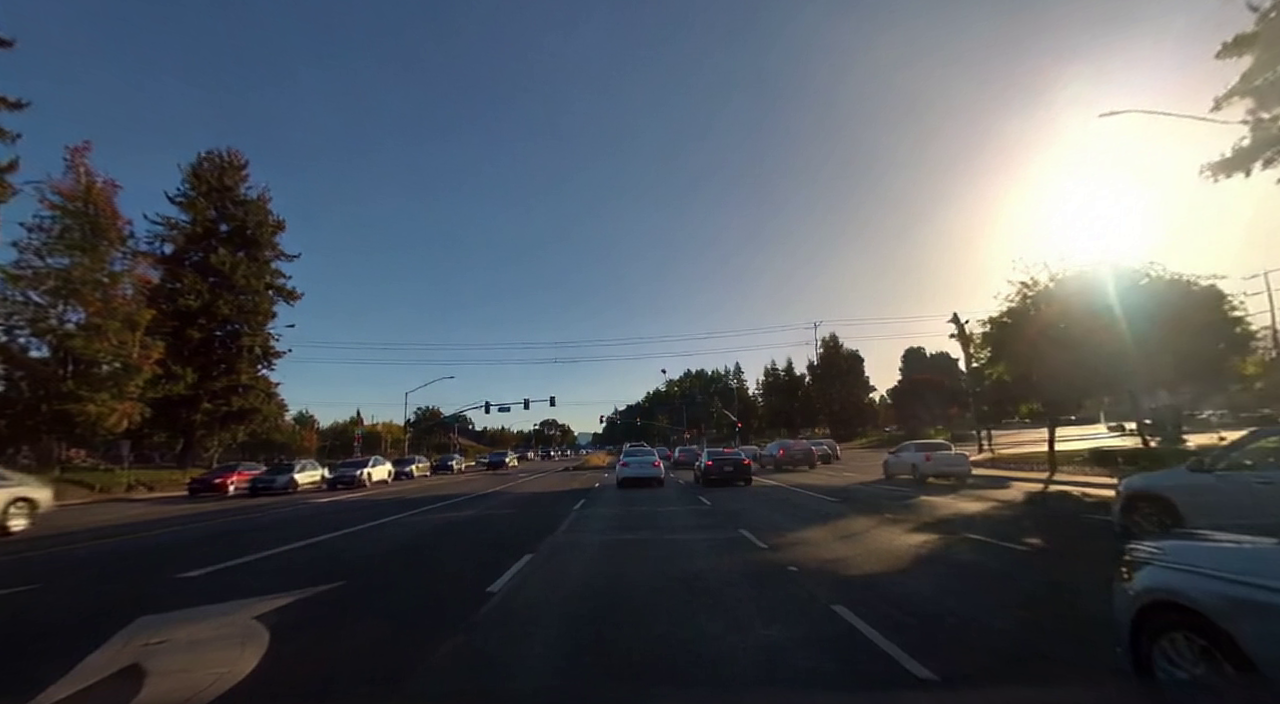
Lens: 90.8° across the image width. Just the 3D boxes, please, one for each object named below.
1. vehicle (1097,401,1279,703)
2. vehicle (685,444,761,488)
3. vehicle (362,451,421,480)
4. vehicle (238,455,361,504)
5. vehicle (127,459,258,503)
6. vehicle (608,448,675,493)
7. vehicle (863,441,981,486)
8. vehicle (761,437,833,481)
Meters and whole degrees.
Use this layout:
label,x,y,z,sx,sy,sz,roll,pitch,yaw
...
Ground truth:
label,x,y,z,sx,sy,sz,roll,pitch,yaw
vehicle,3.455,0.725,1.052,1.959,1.472,4.571,0,-9,0
vehicle,2.938,4.136,23.405,1.970,1.445,4.974,0,-9,-2
vehicle,-15.783,7.205,40.368,1.935,1.736,4.531,0,-9,0
vehicle,-12.043,4.495,22.728,1.896,1.484,4.473,0,-9,0
vehicle,-19.004,5.447,27.190,1.992,1.607,4.965,0,-9,-1
vehicle,-0.009,3.866,21.008,1.990,1.347,4.067,0,-9,-1
vehicle,10.194,4.060,23.382,1.890,1.488,5.113,0,-9,-2
vehicle,6.484,4.471,26.533,1.931,1.685,4.054,0,-9,-1
